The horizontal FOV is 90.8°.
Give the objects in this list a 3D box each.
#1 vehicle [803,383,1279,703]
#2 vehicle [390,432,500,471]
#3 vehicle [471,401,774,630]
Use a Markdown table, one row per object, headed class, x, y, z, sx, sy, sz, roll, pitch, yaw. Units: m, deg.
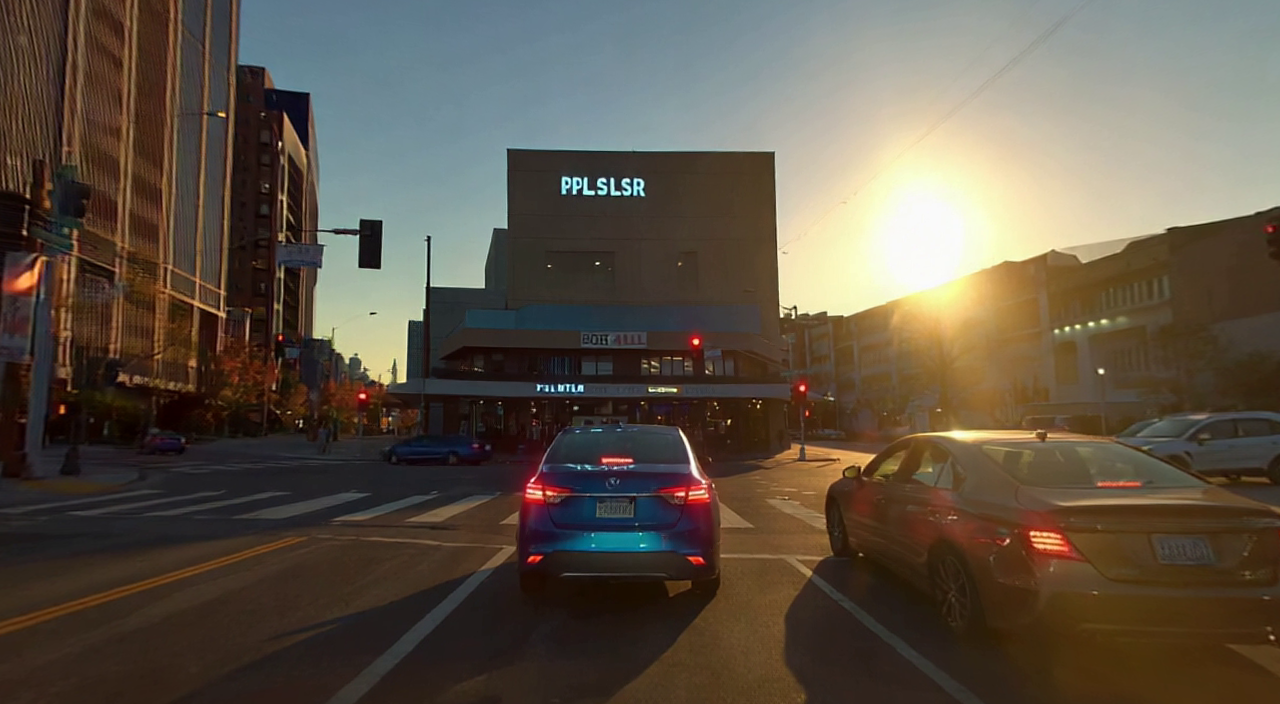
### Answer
| class | x | y | z | sx | sy | sz | roll | pitch | yaw |
| --- | --- | --- | --- | --- | --- | --- | --- | --- | --- |
| vehicle | 3.035 | 1.307 | 5.445 | 1.983 | 1.654 | 4.354 | 0 | -8 | -2 |
| vehicle | -9.732 | 4.951 | 31.579 | 5.003 | 1.799 | 2.066 | -3 | -9 | 20 |
| vehicle | -0.147 | 1.495 | 6.867 | 2.123 | 1.589 | 4.702 | 0 | -8 | -1 |
